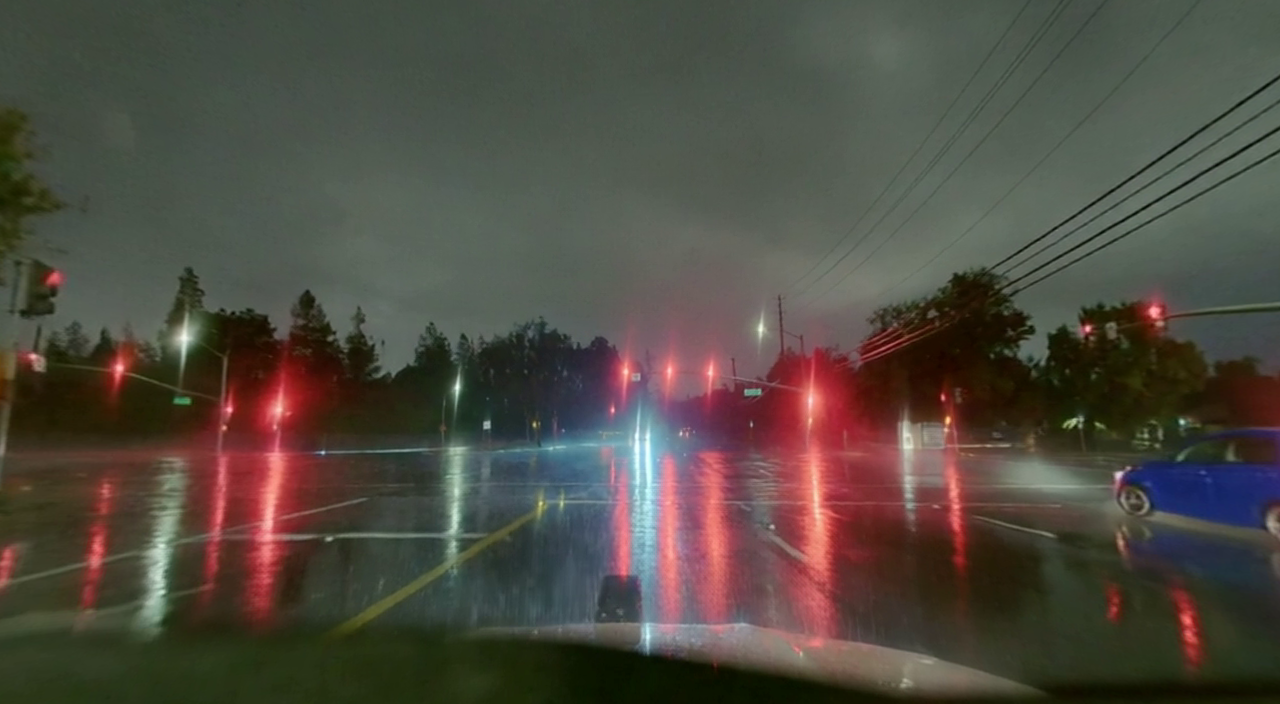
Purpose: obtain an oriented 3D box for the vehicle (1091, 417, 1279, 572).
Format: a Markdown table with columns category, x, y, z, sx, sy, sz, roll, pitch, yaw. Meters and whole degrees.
| category | x | y | z | sx | sy | sz | roll | pitch | yaw |
| --- | --- | --- | --- | --- | --- | --- | --- | --- | --- |
| vehicle | 7.380 | 1.552 | 7.149 | 1.797 | 1.544 | 3.685 | 0 | -8 | 0 |
